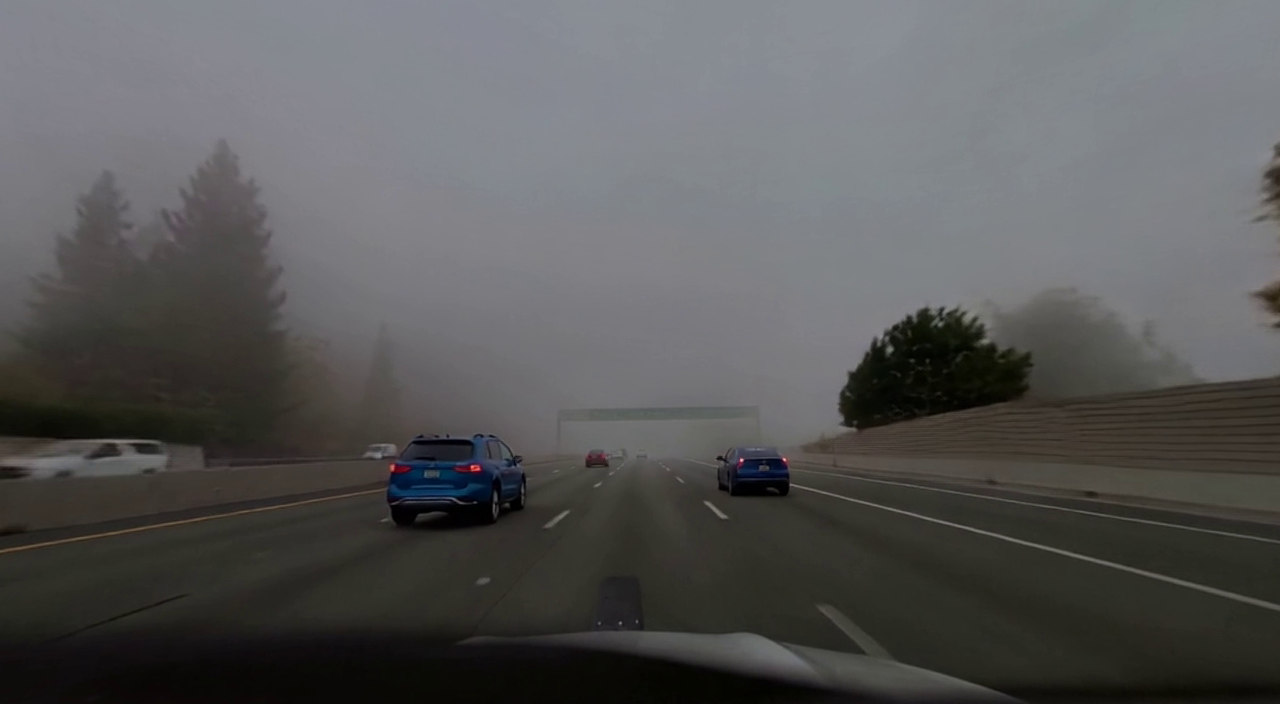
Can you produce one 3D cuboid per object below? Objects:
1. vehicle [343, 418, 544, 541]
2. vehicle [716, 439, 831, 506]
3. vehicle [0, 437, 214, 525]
[{"bbox_3d":[-3.178,2.173,11.388,2.137,1.756,4.453,0,-8,1],"label":"vehicle"},{"bbox_3d":[3.223,2.998,16.122,1.979,1.486,4.125,0,-9,-1],"label":"vehicle"},{"bbox_3d":[-11.699,2.642,13.560,1.871,1.551,4.448,0,-9,0],"label":"vehicle"}]
